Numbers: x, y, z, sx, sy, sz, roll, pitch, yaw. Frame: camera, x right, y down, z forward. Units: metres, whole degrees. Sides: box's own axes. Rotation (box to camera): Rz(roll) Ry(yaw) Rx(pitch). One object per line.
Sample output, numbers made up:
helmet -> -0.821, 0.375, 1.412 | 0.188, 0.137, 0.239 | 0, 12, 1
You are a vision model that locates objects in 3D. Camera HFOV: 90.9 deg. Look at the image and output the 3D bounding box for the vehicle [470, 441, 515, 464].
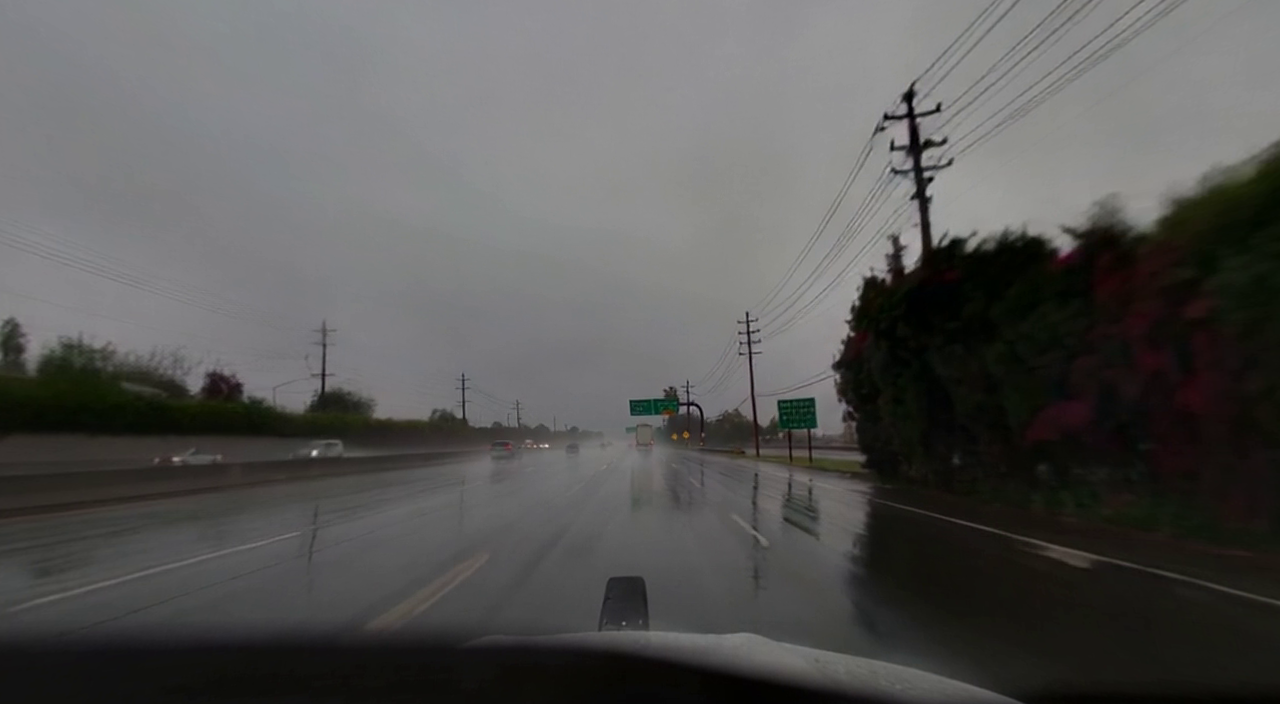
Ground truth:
vehicle -> -10.110, 6.923, 43.564 | 1.947, 1.528, 4.355 | 0, -8, 1
